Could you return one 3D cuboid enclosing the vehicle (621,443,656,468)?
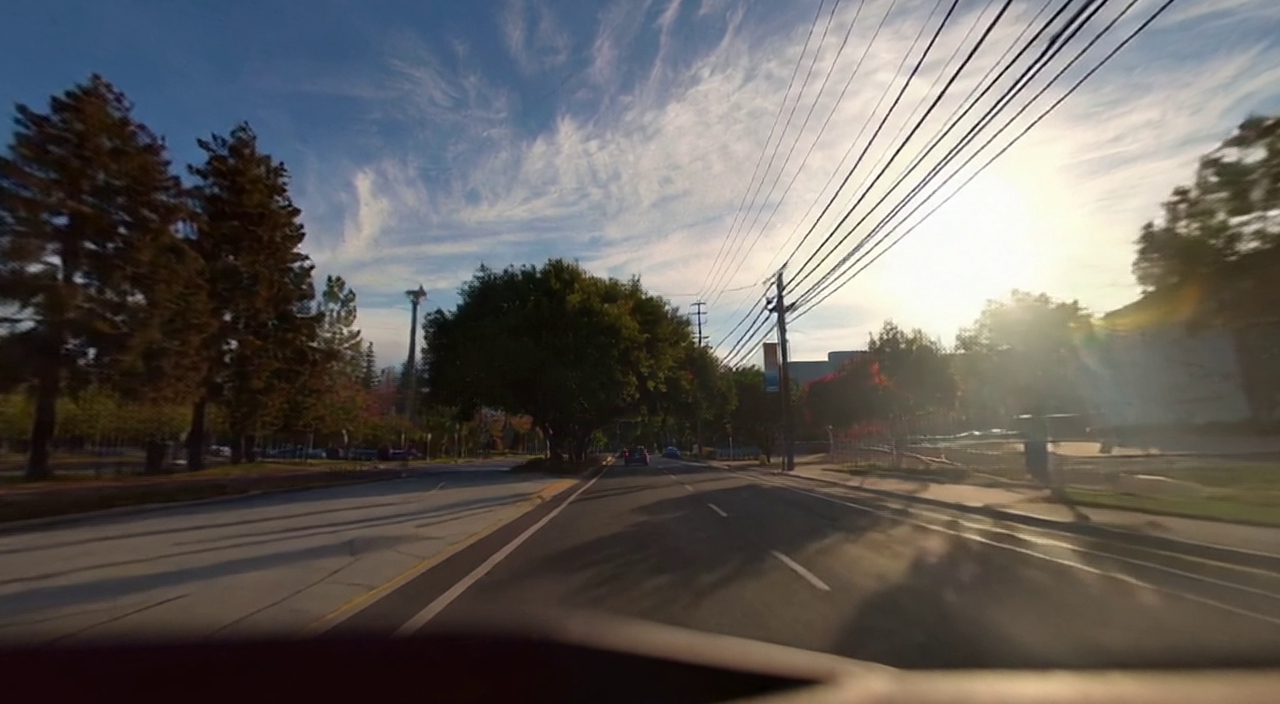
[{"bbox_3d":[-0.166,6.590,40.571,2.109,1.501,4.042,0,-8,-2],"label":"vehicle"}]
